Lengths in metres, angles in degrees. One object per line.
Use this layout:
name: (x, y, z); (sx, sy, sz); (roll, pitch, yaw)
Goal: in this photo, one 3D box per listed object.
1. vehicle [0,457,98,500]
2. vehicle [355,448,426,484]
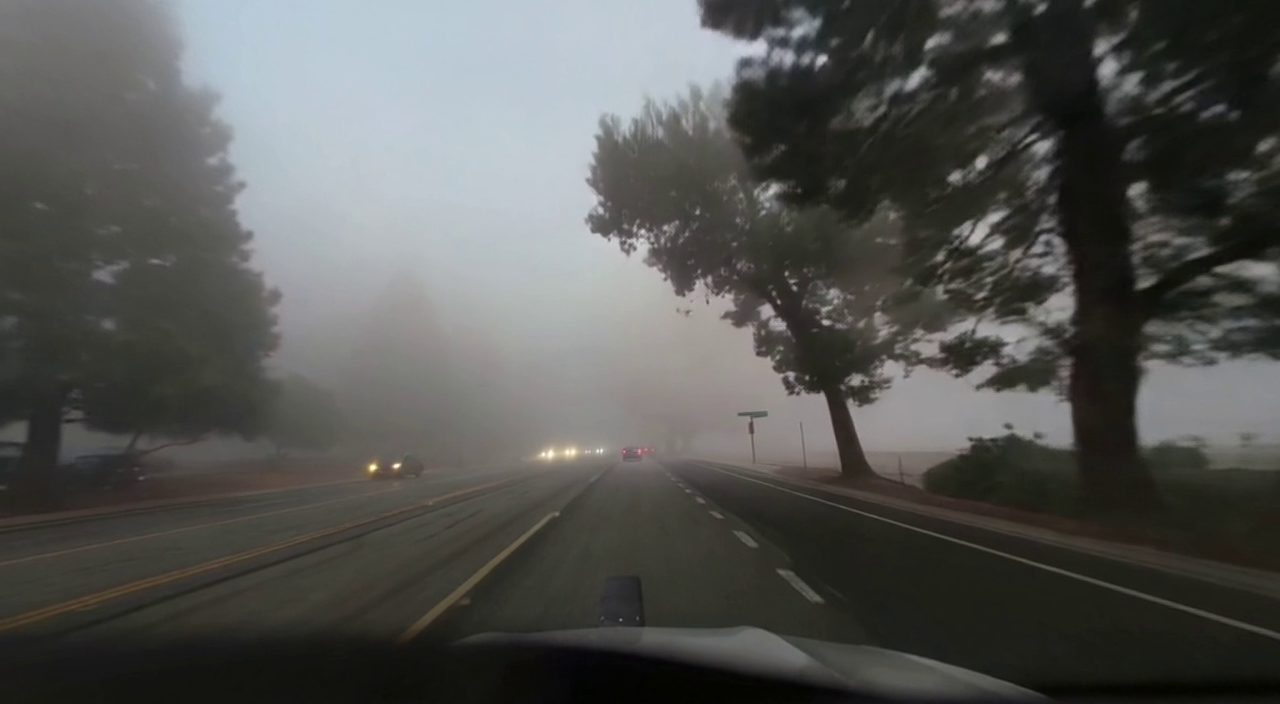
vehicle: (-24.534, 5.041, 25.349); (3.658, 1.605, 1.985); (0, -9, 0)
vehicle: (-14.731, 6.718, 37.657); (2.055, 1.742, 5.503); (-4, -8, 0)
